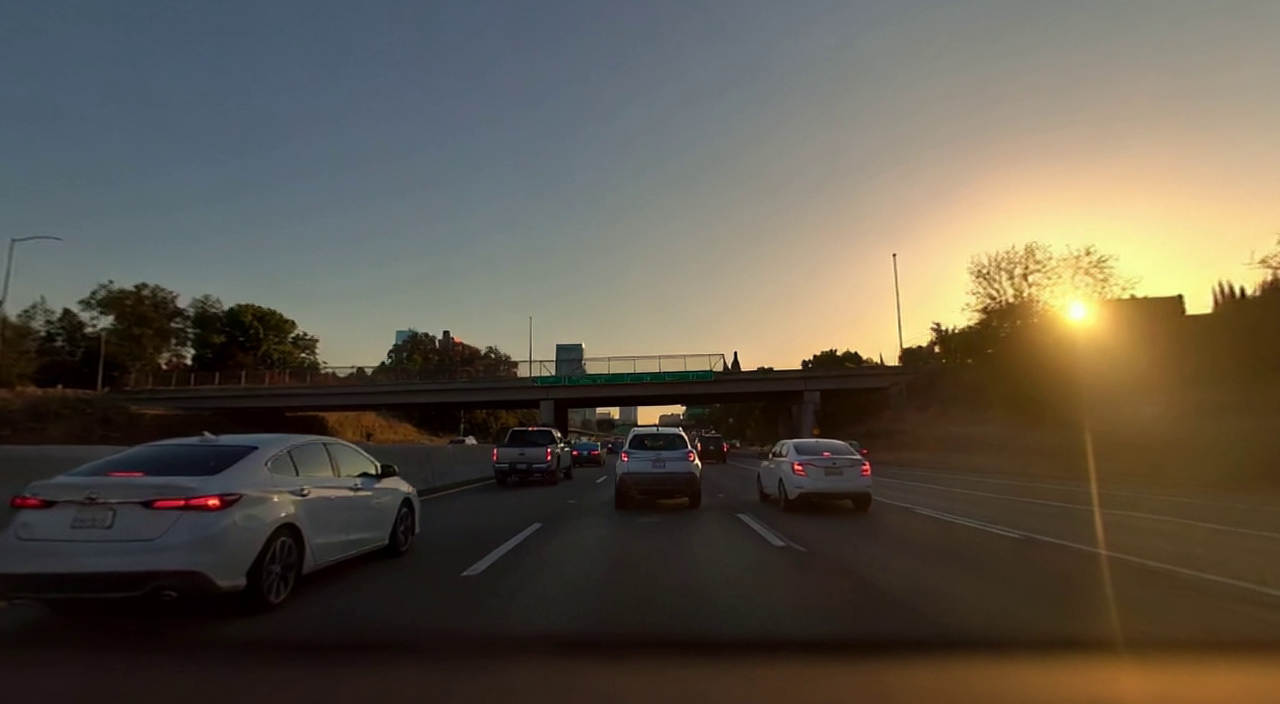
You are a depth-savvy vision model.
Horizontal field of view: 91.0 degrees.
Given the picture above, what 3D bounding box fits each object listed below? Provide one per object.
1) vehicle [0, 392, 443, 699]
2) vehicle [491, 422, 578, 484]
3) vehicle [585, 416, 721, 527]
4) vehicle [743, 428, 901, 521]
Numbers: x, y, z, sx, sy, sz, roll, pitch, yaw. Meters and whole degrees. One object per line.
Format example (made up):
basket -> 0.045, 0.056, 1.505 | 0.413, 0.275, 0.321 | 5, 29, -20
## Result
vehicle -> -3.618, 1.356, 5.727 | 2.014, 1.579, 4.761 | 0, -9, 1
vehicle -> -3.909, 3.901, 24.550 | 2.212, 2.101, 6.052 | 0, -9, 1
vehicle -> 0.228, 2.235, 12.259 | 2.181, 1.756, 4.167 | 0, -9, 0
vehicle -> 3.632, 2.535, 13.612 | 2.022, 1.633, 4.651 | 0, -9, 0
